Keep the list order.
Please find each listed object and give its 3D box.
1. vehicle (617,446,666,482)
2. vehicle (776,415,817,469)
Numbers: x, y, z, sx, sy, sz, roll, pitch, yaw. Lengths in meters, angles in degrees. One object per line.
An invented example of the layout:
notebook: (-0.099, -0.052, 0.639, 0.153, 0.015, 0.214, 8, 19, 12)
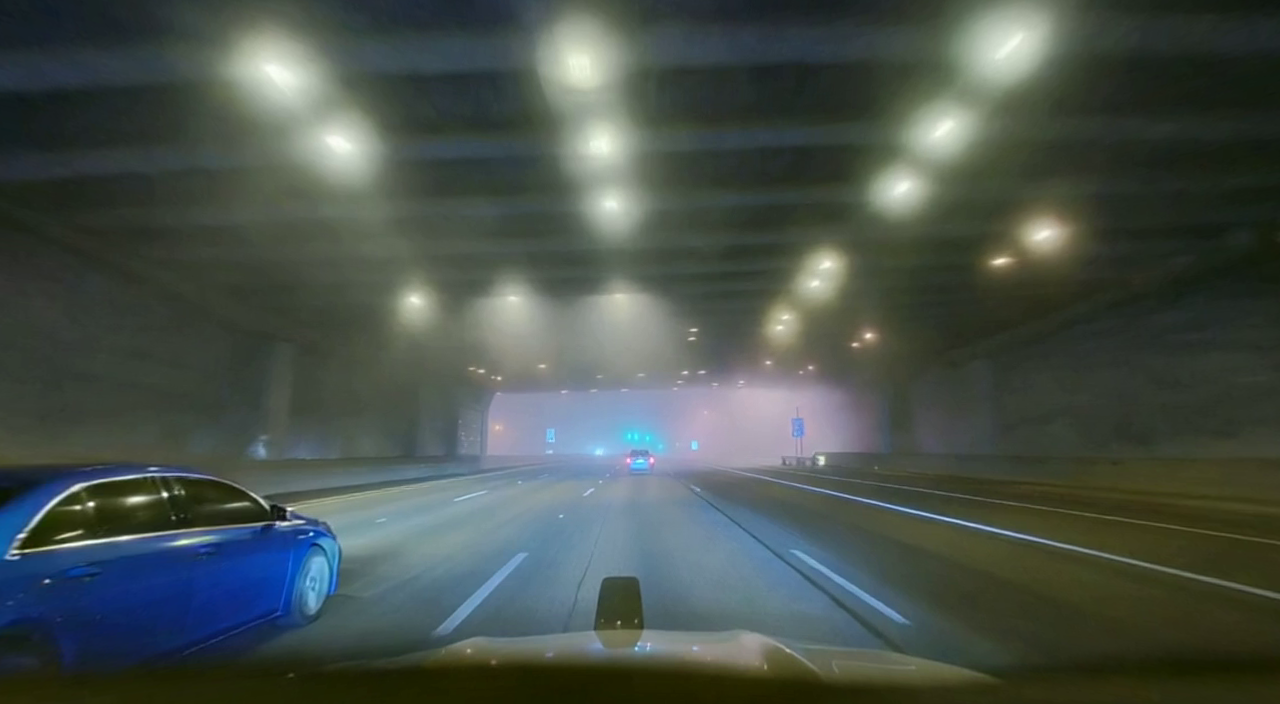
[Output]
vehicle: (-0.007, 5.067, 28.813, 2.055, 1.501, 4.321, 0, -9, -2)
vehicle: (11.056, 6.414, 44.546, 2.135, 3.652, 2.845, -1, -9, 2)
